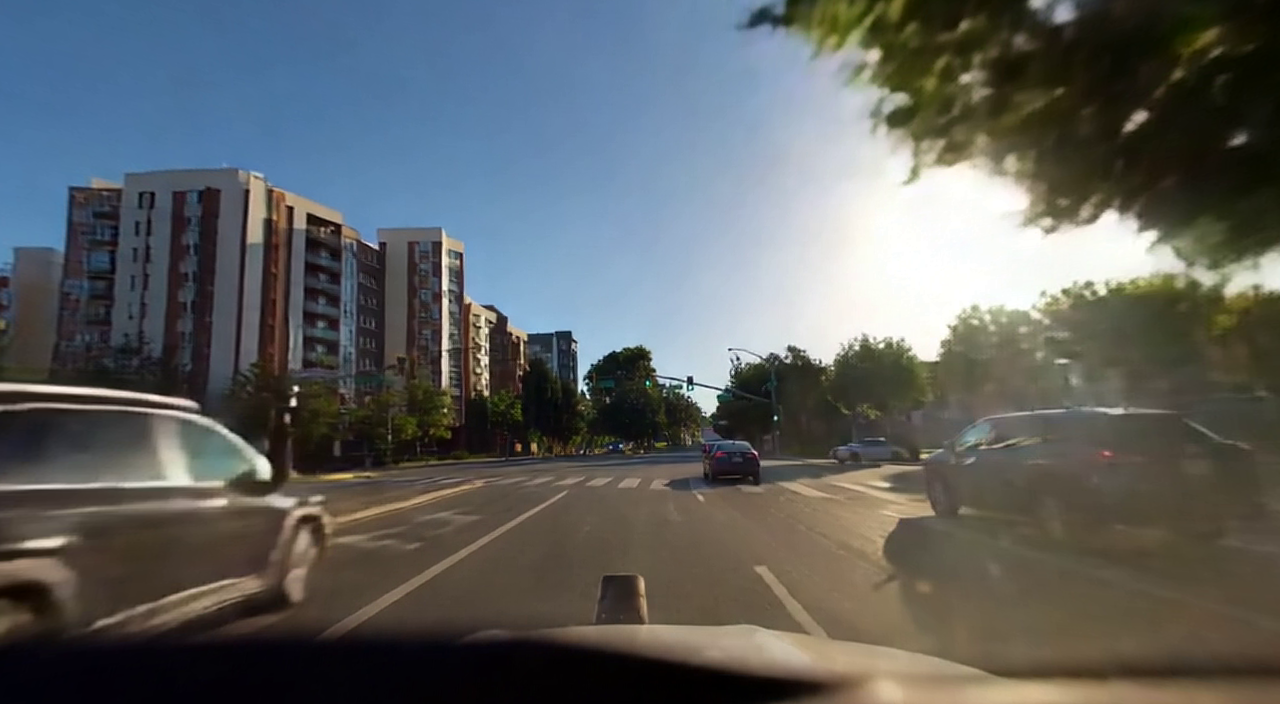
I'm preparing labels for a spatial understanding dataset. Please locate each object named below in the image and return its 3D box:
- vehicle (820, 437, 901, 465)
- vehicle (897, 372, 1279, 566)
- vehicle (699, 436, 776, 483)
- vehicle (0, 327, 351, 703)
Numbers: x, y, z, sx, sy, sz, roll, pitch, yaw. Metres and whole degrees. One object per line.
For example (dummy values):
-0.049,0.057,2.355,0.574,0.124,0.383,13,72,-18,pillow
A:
13.498,6.046,38.749,2.051,1.589,4.135,8,-12,-43,vehicle
6.307,1.635,9.521,2.427,2.017,5.763,0,-8,0,vehicle
3.322,3.778,22.449,2.003,1.480,4.494,0,-8,0,vehicle
-3.578,0.896,3.364,2.065,1.716,4.265,0,-8,-1,vehicle
